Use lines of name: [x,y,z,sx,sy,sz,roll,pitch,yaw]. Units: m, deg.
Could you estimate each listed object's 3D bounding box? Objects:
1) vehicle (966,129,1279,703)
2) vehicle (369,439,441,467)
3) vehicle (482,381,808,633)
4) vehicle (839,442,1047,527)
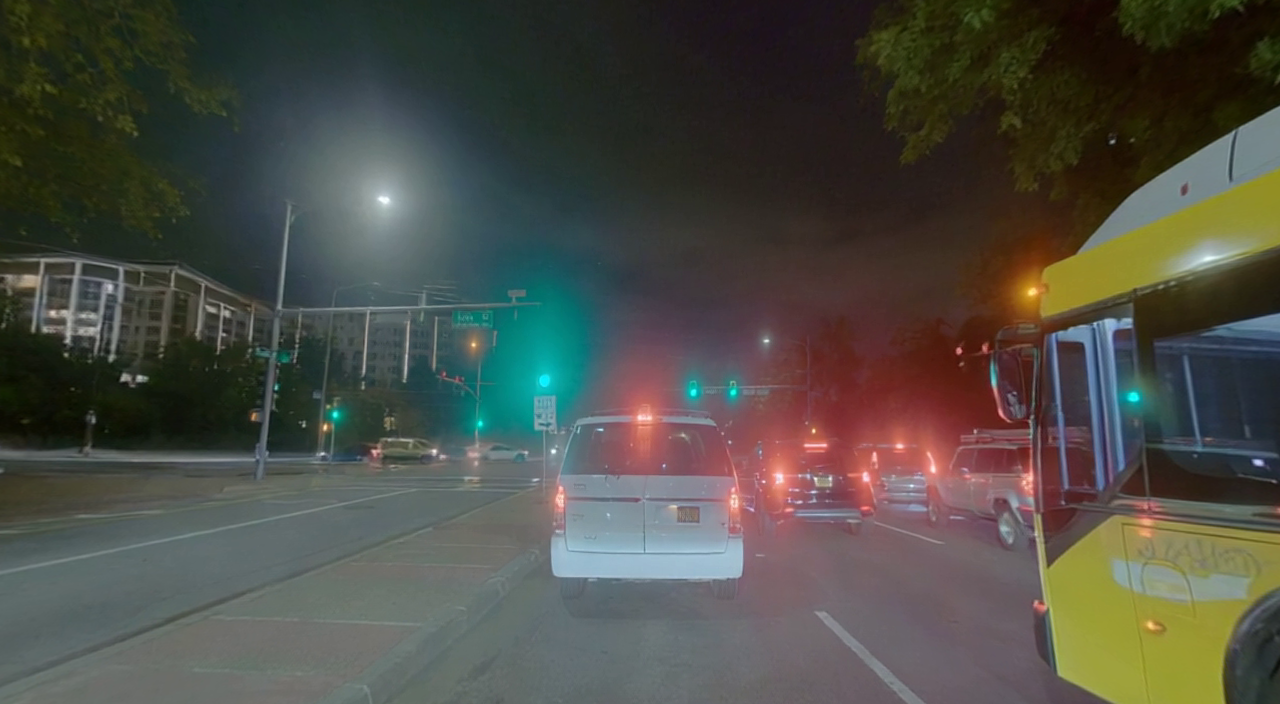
vehicle: [2.612,0.319,0.415,2.037,2.065,5.037,0,-8,0]
vehicle: [-15.339,6.548,40.945,4.097,1.720,1.924,5,-10,-29]
vehicle: [0.011,1.476,6.996,2.381,1.842,4.603,0,-8,-1]
vehicle: [5.979,2.638,13.214,1.987,1.457,4.675,0,-8,-1]
